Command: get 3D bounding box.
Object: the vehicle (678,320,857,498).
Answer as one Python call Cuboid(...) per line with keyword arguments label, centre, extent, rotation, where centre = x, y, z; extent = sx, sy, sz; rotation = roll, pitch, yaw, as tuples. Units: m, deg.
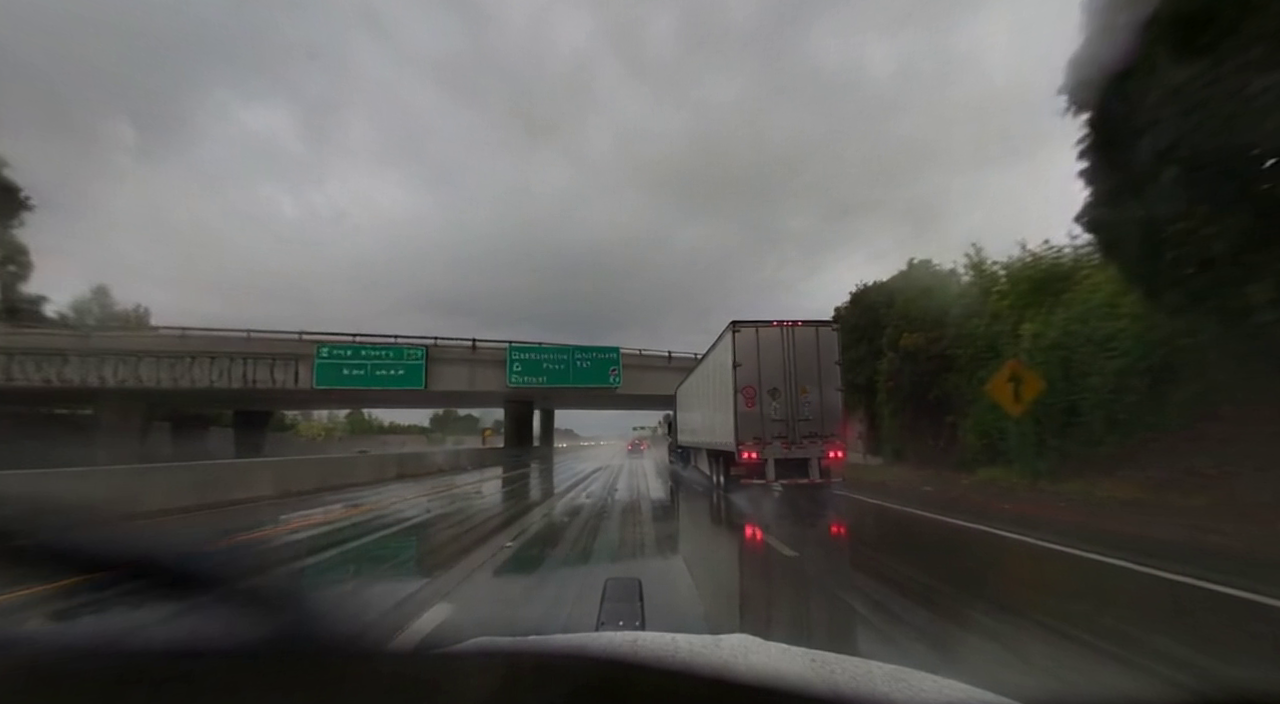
Cuboid(label="vehicle", centre=(3.435, 2.541, 22.912), extent=(2.743, 4.160, 16.408), rotation=(0, -9, -1))
